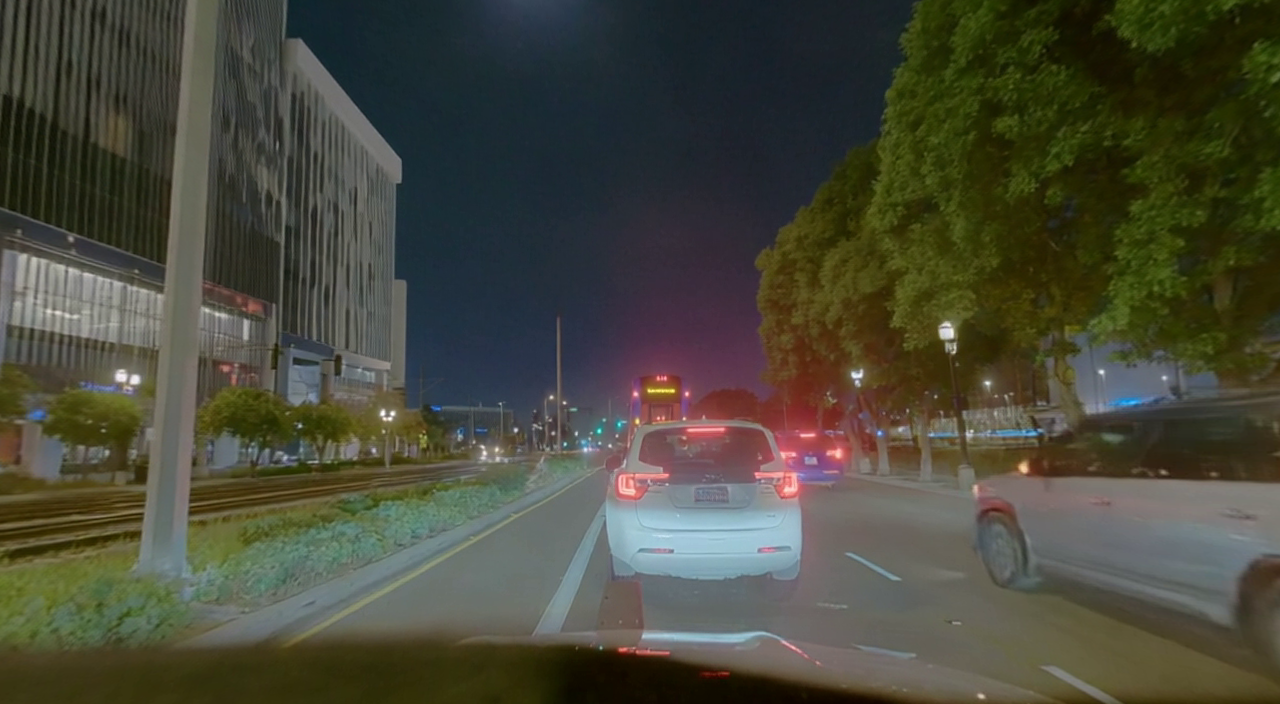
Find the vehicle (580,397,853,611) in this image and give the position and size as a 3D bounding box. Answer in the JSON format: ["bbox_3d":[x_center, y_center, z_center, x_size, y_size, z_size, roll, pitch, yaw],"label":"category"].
[{"bbox_3d":[0.506,1.518,7.155,2.190,1.684,4.084,0,-9,-3],"label":"vehicle"}]

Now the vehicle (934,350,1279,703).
[{"bbox_3d":[4.252,1.028,4.107,2.165,1.760,5.064,0,-9,0],"label":"vehicle"}]
